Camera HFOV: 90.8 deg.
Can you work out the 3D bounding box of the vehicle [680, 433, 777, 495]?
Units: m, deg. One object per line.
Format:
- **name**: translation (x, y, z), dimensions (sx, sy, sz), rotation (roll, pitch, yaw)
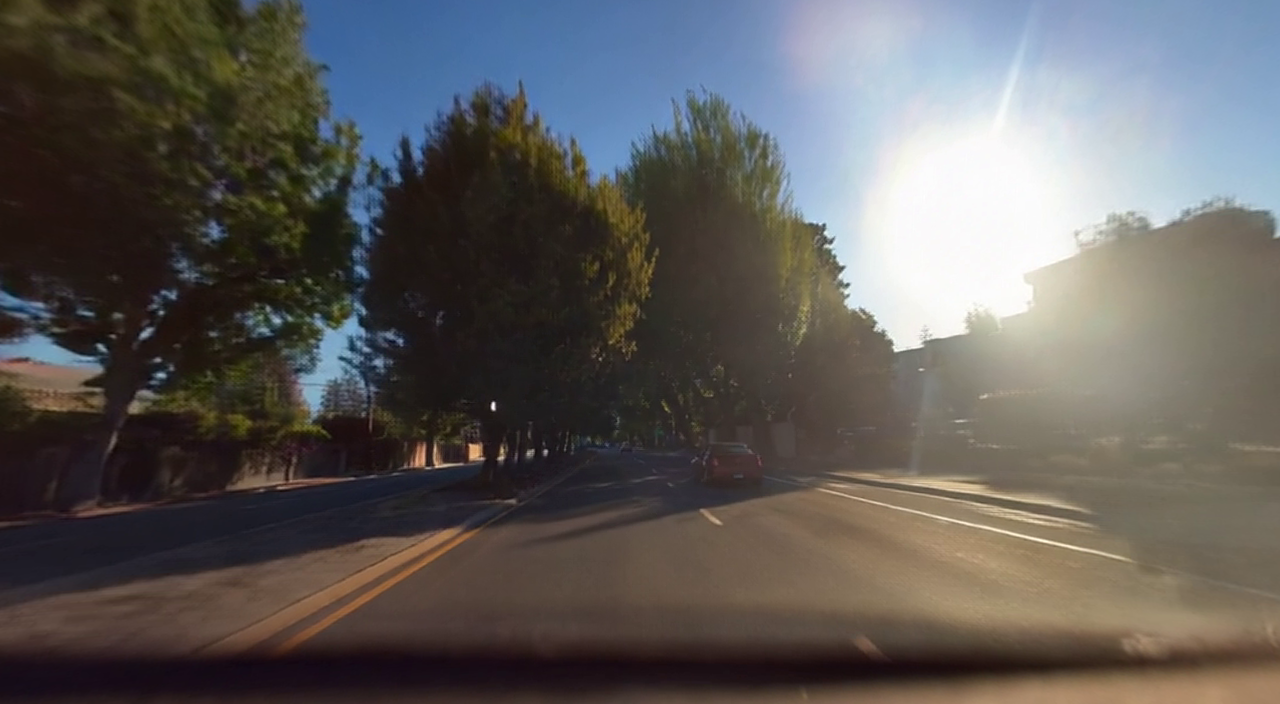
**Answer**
- **vehicle**: translation (2.358, 3.142, 18.041), dimensions (1.985, 1.529, 4.316), rotation (0, -9, -3)
